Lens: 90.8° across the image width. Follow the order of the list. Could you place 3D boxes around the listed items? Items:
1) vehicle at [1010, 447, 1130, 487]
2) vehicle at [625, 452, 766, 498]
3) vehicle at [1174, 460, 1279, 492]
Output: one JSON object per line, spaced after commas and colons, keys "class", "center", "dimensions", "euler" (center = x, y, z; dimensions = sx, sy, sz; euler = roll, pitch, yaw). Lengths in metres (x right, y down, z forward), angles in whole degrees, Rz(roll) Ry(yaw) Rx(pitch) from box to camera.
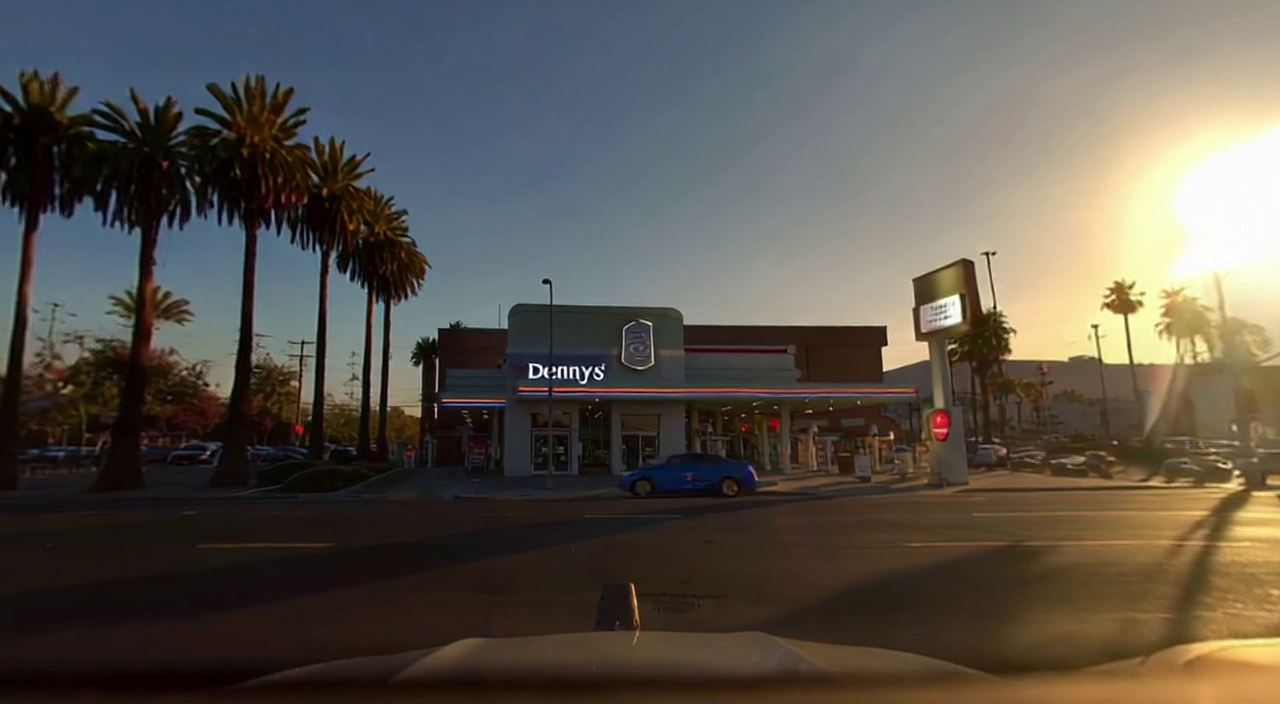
{"class": "vehicle", "center": [22.784, 6.070, 33.578], "dimensions": [4.880, 1.754, 2.202], "euler": [0, -5, -5]}
{"class": "vehicle", "center": [1.799, 4.192, 21.698], "dimensions": [4.570, 1.480, 1.873], "euler": [1, -8, -3]}
{"class": "vehicle", "center": [32.669, 6.811, 34.977], "dimensions": [2.074, 1.480, 4.369], "euler": [1, -8, -5]}
